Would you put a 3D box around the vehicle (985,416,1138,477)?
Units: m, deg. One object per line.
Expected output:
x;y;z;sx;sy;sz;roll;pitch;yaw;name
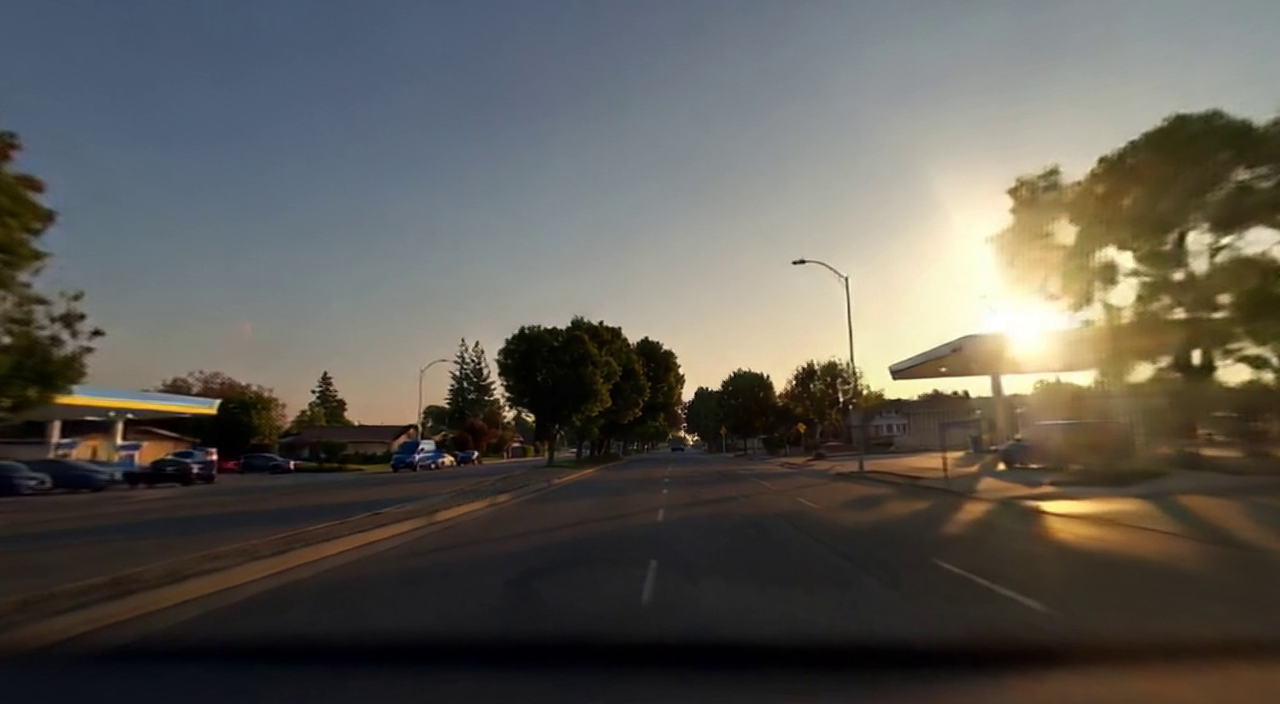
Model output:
14.508;3.301;22.183;2.108;1.877;4.807;-1;-8;2;vehicle

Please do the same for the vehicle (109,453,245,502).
-19.476;5.251;26.921;1.988;1.785;4.802;-1;-8;2;vehicle
